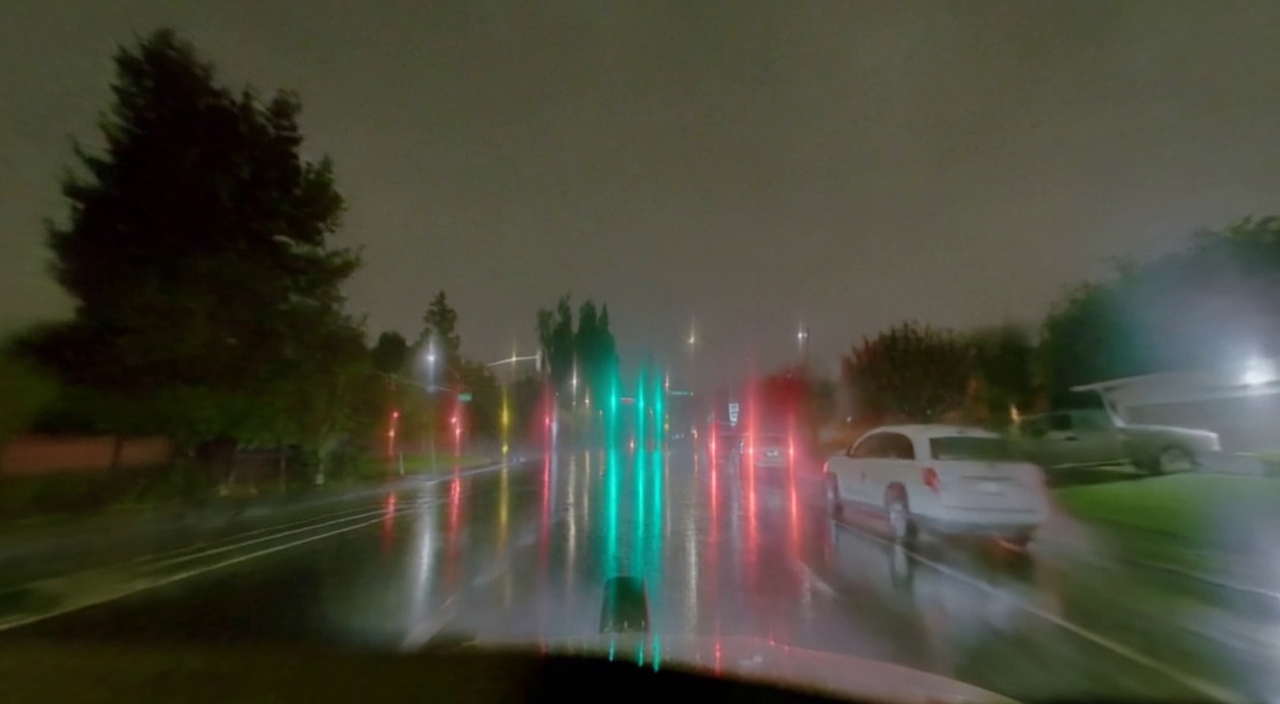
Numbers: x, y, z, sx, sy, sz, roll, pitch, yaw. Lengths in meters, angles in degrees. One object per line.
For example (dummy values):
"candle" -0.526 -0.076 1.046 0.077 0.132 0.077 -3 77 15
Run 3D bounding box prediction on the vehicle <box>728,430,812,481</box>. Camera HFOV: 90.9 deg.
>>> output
"vehicle" 4.777 3.903 24.019 2.202 1.712 4.813 0 -8 0

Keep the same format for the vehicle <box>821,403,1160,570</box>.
"vehicle" 4.599 1.844 9.490 2.279 1.829 4.859 0 -8 0

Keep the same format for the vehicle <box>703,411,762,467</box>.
"vehicle" 4.959 4.790 34.614 2.398 2.806 4.857 0 -8 -1
